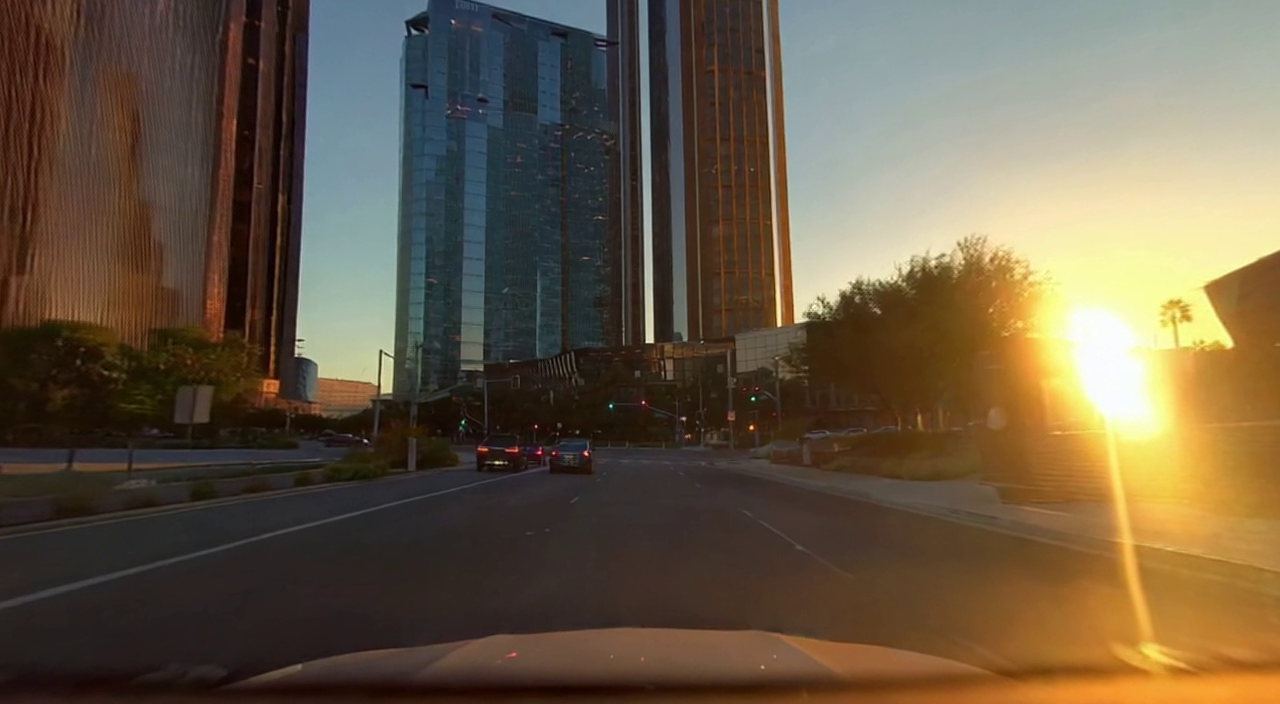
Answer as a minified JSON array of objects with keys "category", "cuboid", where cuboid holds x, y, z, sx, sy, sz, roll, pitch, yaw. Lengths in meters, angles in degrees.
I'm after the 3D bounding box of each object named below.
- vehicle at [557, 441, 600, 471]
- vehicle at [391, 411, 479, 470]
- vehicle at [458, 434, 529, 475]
[{"category":"vehicle","cuboid":[-3.739,6.401,38.983,2.181,1.706,4.334,0,-9,1]},{"category":"vehicle","cuboid":[-12.773,5.702,40.049,2.887,3.366,7.454,0,-9,1]},{"category":"vehicle","cuboid":[-7.144,5.057,31.245,2.204,1.844,4.766,0,-9,2]}]
